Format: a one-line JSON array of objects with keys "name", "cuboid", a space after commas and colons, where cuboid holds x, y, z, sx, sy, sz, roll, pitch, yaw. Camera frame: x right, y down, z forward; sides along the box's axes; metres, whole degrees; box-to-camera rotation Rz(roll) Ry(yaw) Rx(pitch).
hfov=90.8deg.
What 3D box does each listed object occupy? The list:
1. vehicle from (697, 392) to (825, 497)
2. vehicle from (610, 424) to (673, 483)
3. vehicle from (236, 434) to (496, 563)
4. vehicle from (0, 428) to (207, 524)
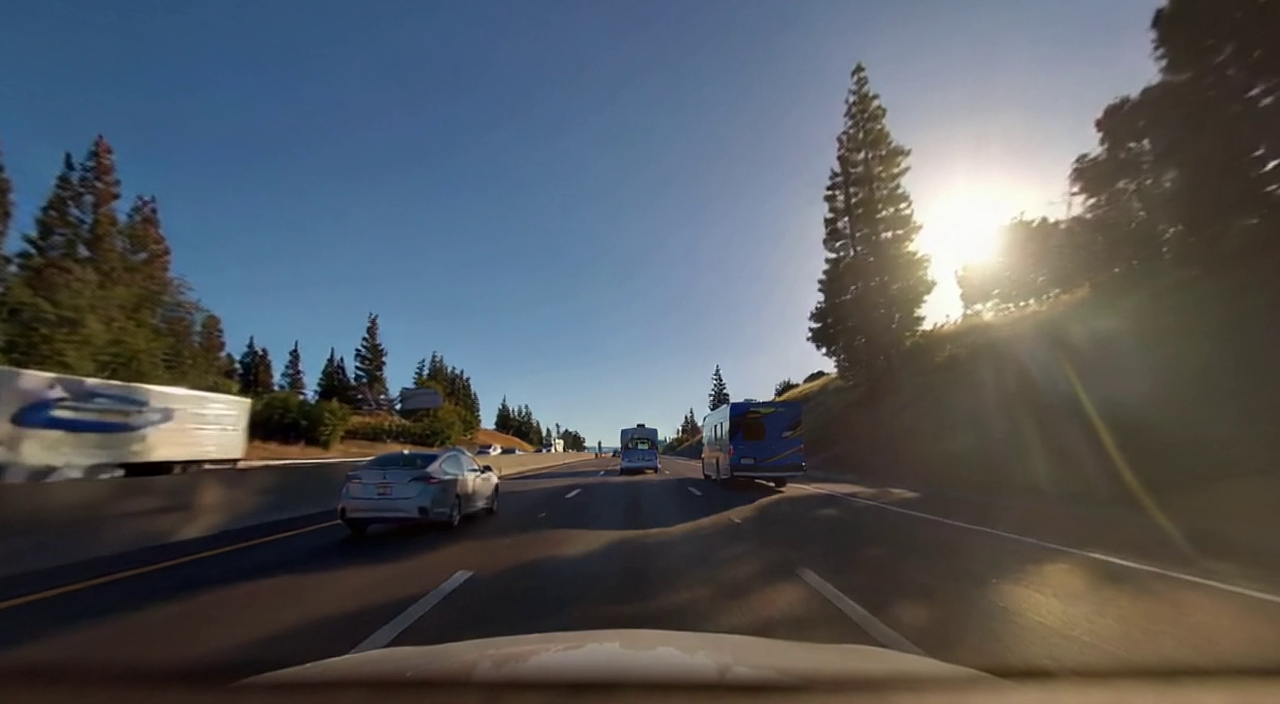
[{"name": "vehicle", "cuboid": [3.703, 3.153, 21.337, 2.607, 2.910, 7.252, 0, -9, -2]}, {"name": "vehicle", "cuboid": [0.025, 4.468, 27.875, 2.524, 2.310, 4.986, 0, -9, -1]}, {"name": "vehicle", "cuboid": [-3.756, 2.089, 9.764, 1.959, 1.502, 4.559, 0, -9, 0]}, {"name": "vehicle", "cuboid": [-11.801, 2.556, 13.511, 1.961, 1.697, 4.316, 0, -9, 0]}]
